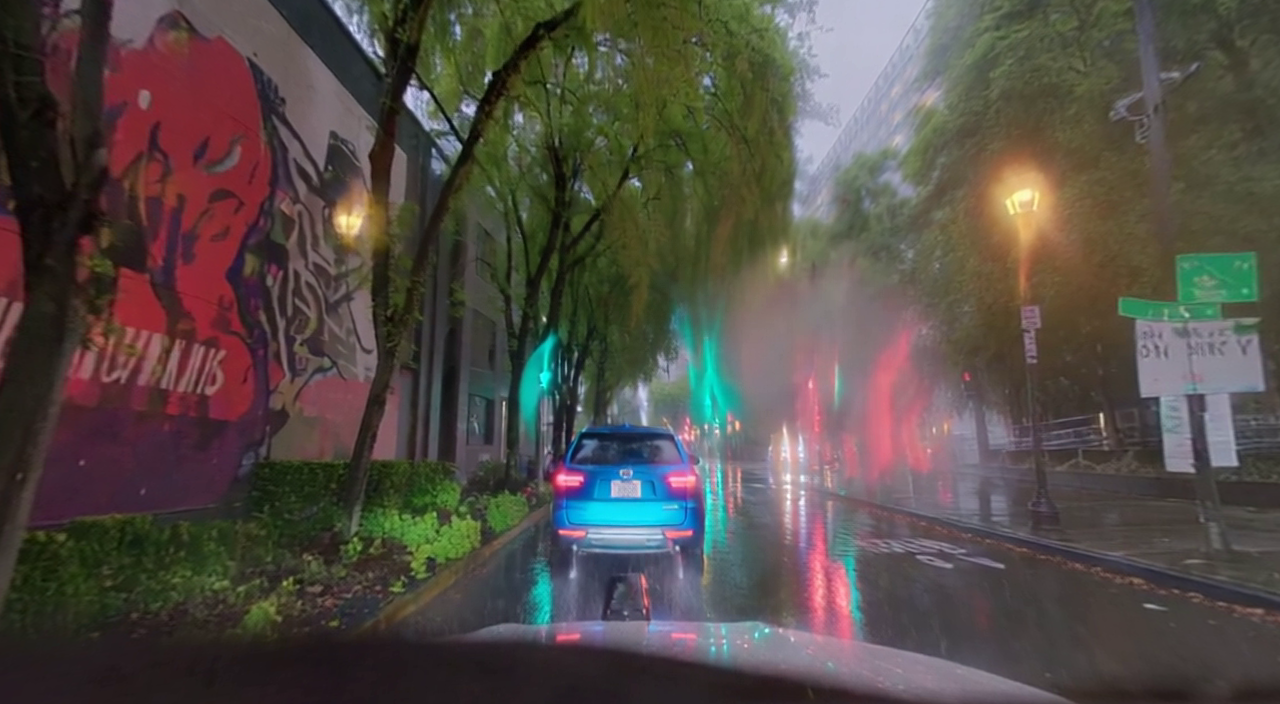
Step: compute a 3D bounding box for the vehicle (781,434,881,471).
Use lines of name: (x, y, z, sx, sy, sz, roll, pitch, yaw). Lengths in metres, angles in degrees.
vehicle: (11.536, 6.021, 38.061, 5.513, 2.063, 2.448, 4, -10, -26)

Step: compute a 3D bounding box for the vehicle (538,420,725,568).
vehicle: (-0.101, 1.882, 9.040, 2.079, 1.621, 3.861, 0, -9, 0)
